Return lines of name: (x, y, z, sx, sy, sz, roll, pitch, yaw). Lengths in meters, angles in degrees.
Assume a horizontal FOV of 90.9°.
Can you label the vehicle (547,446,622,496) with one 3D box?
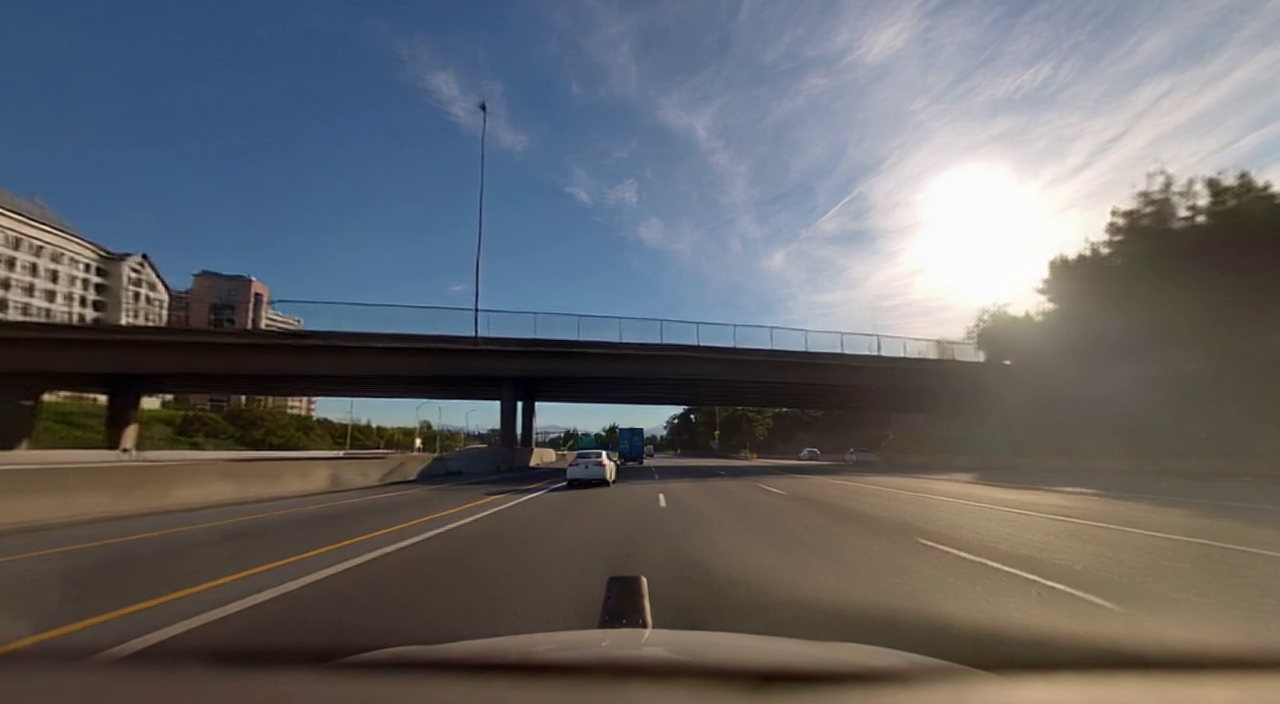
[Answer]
vehicle: (-1.746, 3.981, 21.426, 2.039, 1.478, 4.483, 0, -9, 2)
